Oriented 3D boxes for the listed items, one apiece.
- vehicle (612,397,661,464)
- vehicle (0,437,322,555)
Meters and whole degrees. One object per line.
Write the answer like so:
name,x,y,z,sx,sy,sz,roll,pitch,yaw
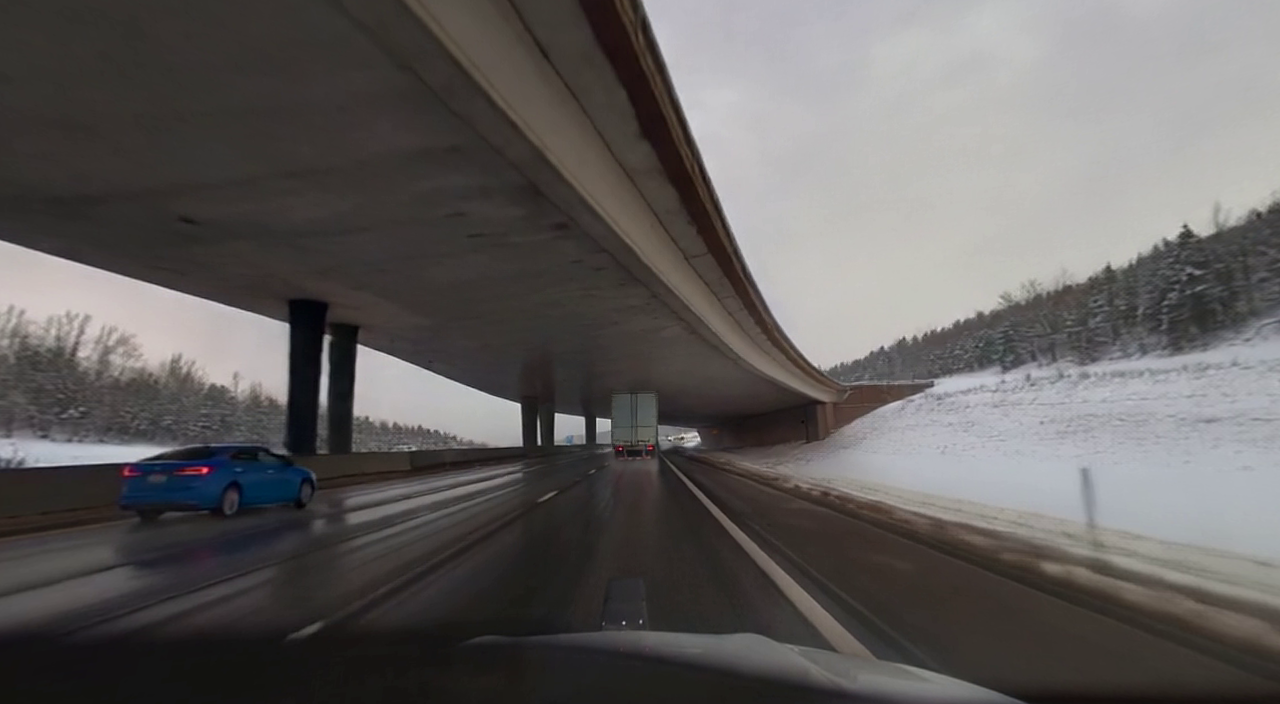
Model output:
vehicle,-0.161,5.494,43.249,2.866,4.014,11.261,0,-8,1
vehicle,-7.527,2.202,10.482,2.078,1.496,4.563,0,-8,1
